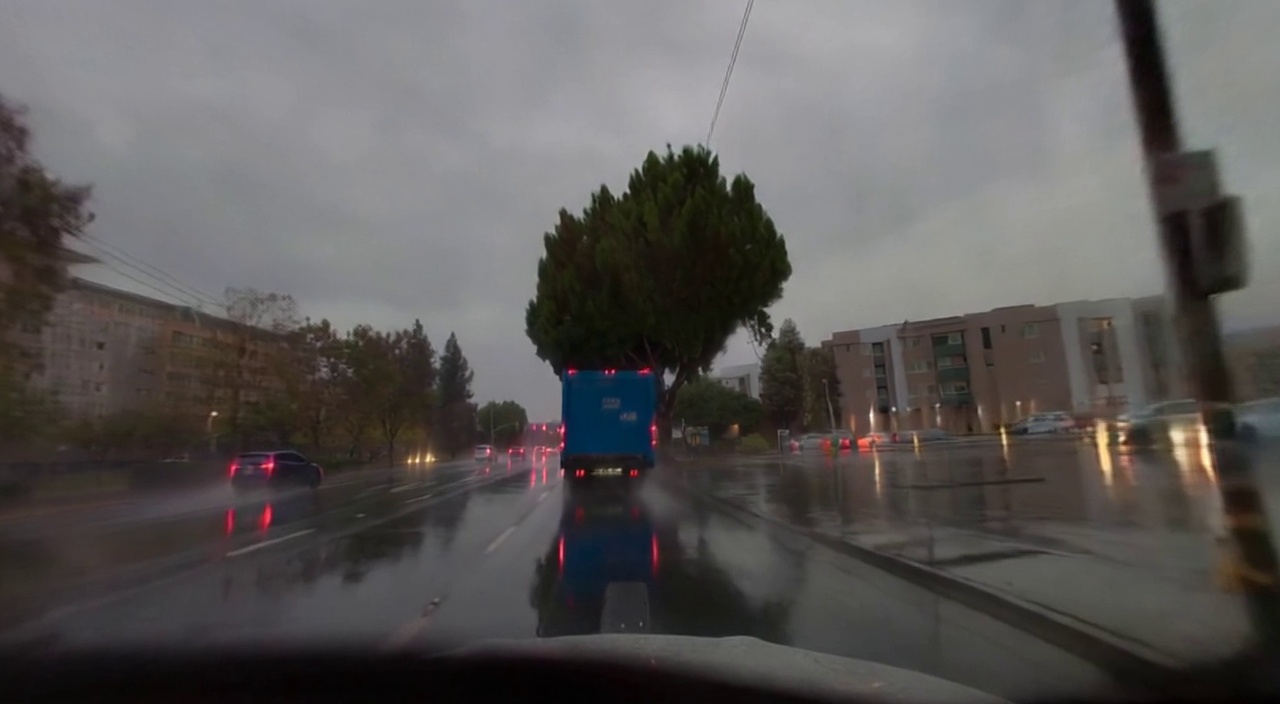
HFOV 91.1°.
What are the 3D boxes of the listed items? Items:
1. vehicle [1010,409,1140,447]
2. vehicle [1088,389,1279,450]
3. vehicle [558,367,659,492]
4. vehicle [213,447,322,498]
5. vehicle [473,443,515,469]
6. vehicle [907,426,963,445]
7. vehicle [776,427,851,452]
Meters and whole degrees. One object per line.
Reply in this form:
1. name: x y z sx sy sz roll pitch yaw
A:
1. vehicle: 24.790 4.371 35.881 5.850 2.049 2.317 0 -8 -6
2. vehicle: 17.836 2.337 20.890 1.880 1.804 4.679 1 -9 -9
3. vehicle: -1.296 2.915 22.794 2.905 3.644 8.807 1 -9 -5
4. vehicle: -13.576 4.357 23.240 1.958 1.672 4.283 1 -9 -9
5. vehicle: -10.260 7.357 44.537 2.095 1.759 4.433 0 -9 -3
6. vehicle: 23.235 6.585 49.502 3.537 1.393 1.581 1 -10 -6
7. vehicle: 11.244 5.717 40.831 4.321 1.579 1.823 1 -8 -4
